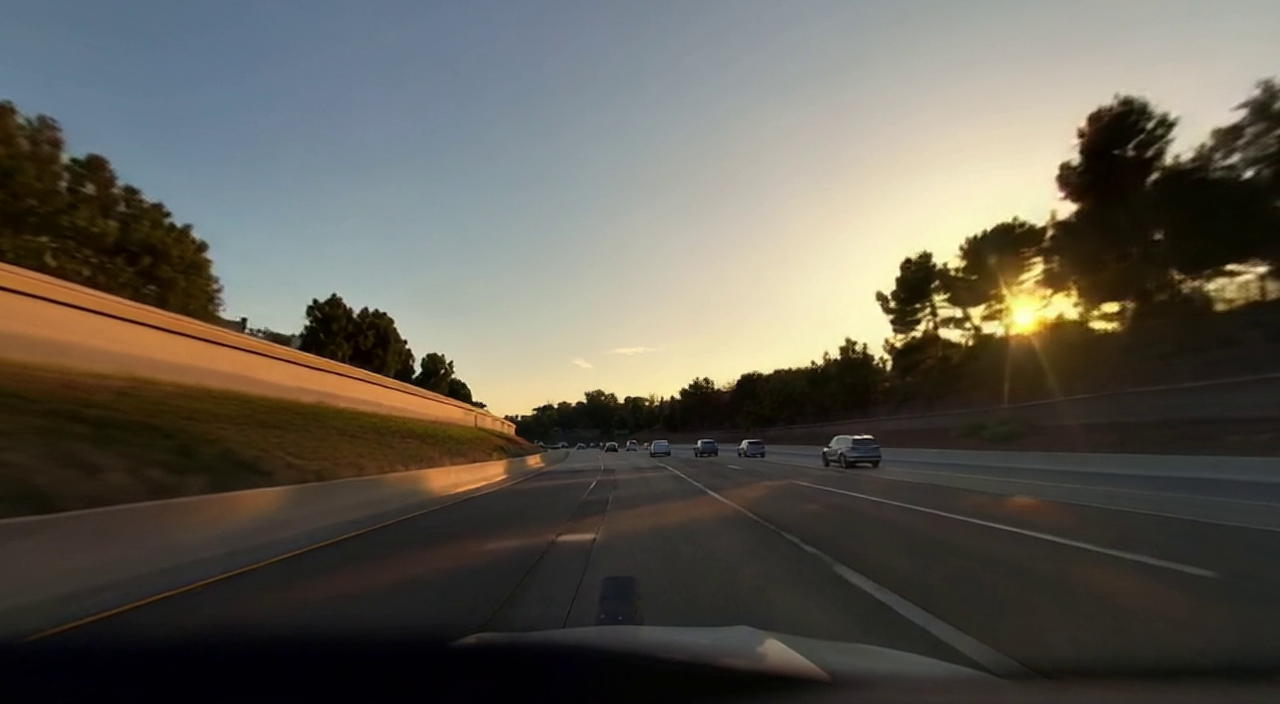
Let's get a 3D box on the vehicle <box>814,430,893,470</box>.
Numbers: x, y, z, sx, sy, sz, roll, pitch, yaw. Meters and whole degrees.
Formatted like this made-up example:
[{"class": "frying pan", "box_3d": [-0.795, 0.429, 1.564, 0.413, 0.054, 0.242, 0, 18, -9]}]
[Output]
[{"class": "vehicle", "box_3d": [10.183, 4.746, 30.419, 2.077, 1.763, 4.472, 0, -9, -3]}]
